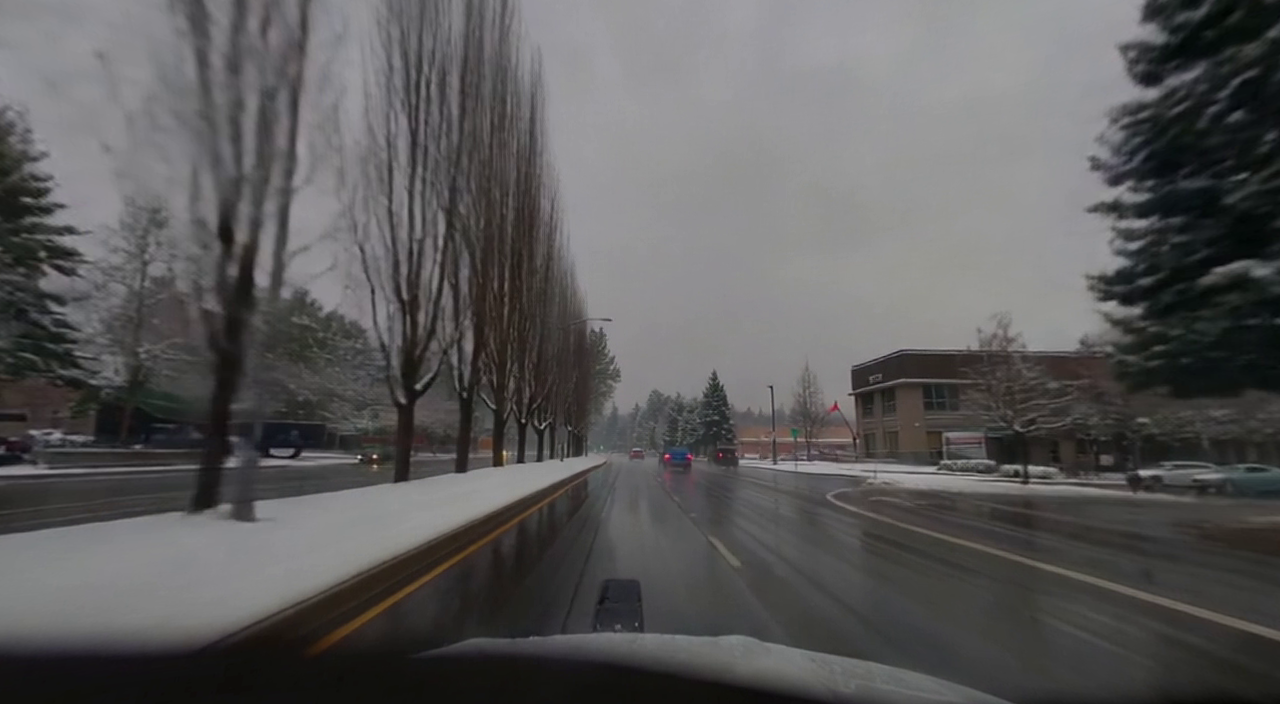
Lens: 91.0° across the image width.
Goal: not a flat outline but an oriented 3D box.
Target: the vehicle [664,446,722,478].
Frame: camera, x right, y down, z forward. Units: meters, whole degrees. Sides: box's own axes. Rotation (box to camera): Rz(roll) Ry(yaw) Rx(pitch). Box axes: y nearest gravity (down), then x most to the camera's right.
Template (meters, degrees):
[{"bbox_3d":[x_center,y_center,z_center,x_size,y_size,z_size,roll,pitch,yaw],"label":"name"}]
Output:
[{"bbox_3d":[2.523,5.405,31.145,2.256,1.451,4.313,1,-9,-3],"label":"vehicle"}]

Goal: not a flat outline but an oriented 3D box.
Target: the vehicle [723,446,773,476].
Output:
[{"bbox_3d":[6.030,6.092,35.507,1.886,1.528,4.169,1,-9,-3],"label":"vehicle"}]

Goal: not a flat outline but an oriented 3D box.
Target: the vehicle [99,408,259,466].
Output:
[{"bbox_3d":[-27.107,5.124,37.427,6.822,3.138,2.979,4,-9,-17],"label":"vehicle"}]

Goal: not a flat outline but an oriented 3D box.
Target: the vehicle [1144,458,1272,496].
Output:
[{"bbox_3d":[26.861,5.899,29.815,4.586,1.665,1.968,2,-9,-10],"label":"vehicle"}]

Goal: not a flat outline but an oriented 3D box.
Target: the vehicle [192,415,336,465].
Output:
[{"bbox_3d":[-26.666,6.325,45.093,8.121,3.260,2.889,3,-9,-12],"label":"vehicle"}]

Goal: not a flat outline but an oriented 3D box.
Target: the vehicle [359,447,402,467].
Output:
[{"bbox_3d":[-20.413,8.245,49.669,1.730,1.516,3.847,1,-9,-1],"label":"vehicle"}]

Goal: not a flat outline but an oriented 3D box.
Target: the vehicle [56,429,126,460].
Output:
[{"bbox_3d":[-41.156,6.955,47.281,2.149,2.227,3.723,2,-8,-10],"label":"vehicle"}]
